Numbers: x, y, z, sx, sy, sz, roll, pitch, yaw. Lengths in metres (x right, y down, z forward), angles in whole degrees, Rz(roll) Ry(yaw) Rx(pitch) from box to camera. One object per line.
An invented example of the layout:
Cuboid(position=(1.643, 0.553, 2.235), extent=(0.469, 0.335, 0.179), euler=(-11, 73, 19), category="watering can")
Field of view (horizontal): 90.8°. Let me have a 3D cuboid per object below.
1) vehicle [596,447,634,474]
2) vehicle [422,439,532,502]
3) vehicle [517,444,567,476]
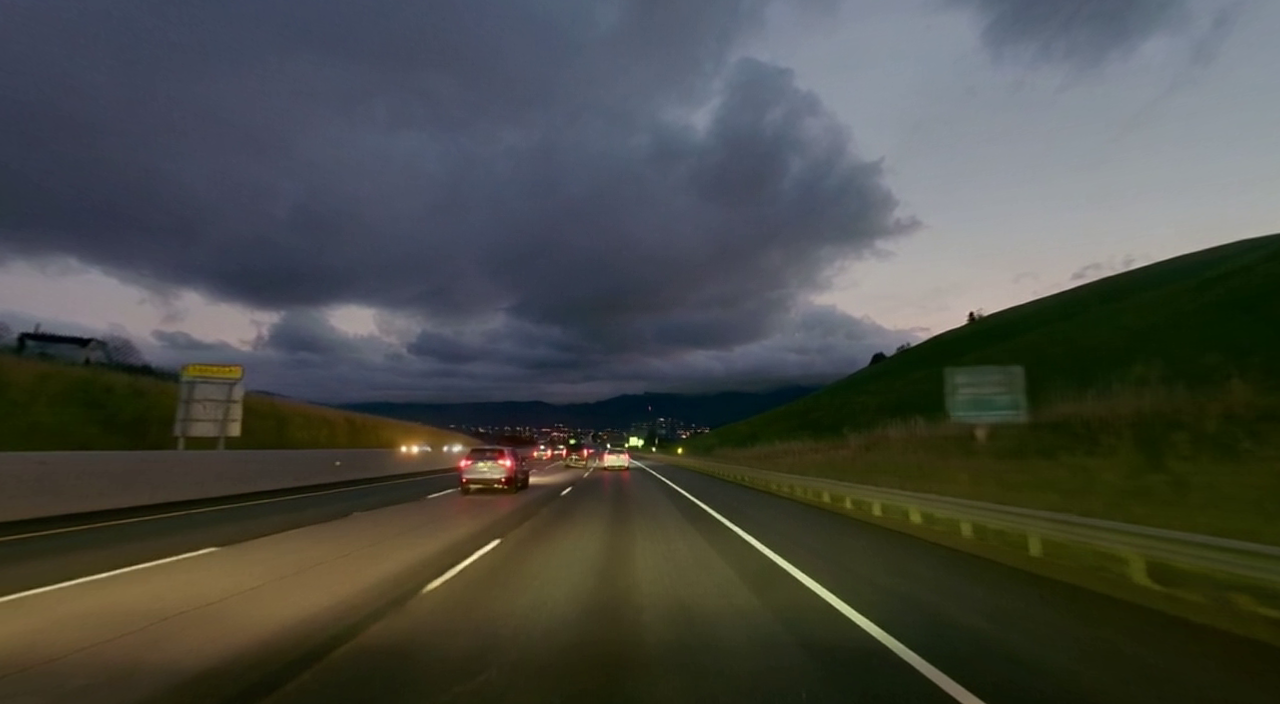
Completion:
Cuboid(position=(-1.452, 6.093, 35.647), extent=(1.988, 1.440, 4.201), euler=(0, -9, -3), category="vehicle")
Cuboid(position=(-4.650, 3.440, 18.720), extent=(2.208, 1.619, 4.162), euler=(0, -9, -1), category="vehicle")
Cuboid(position=(-5.222, 5.814, 34.183), extent=(2.118, 1.624, 4.032), euler=(0, -9, -1), category="vehicle")
